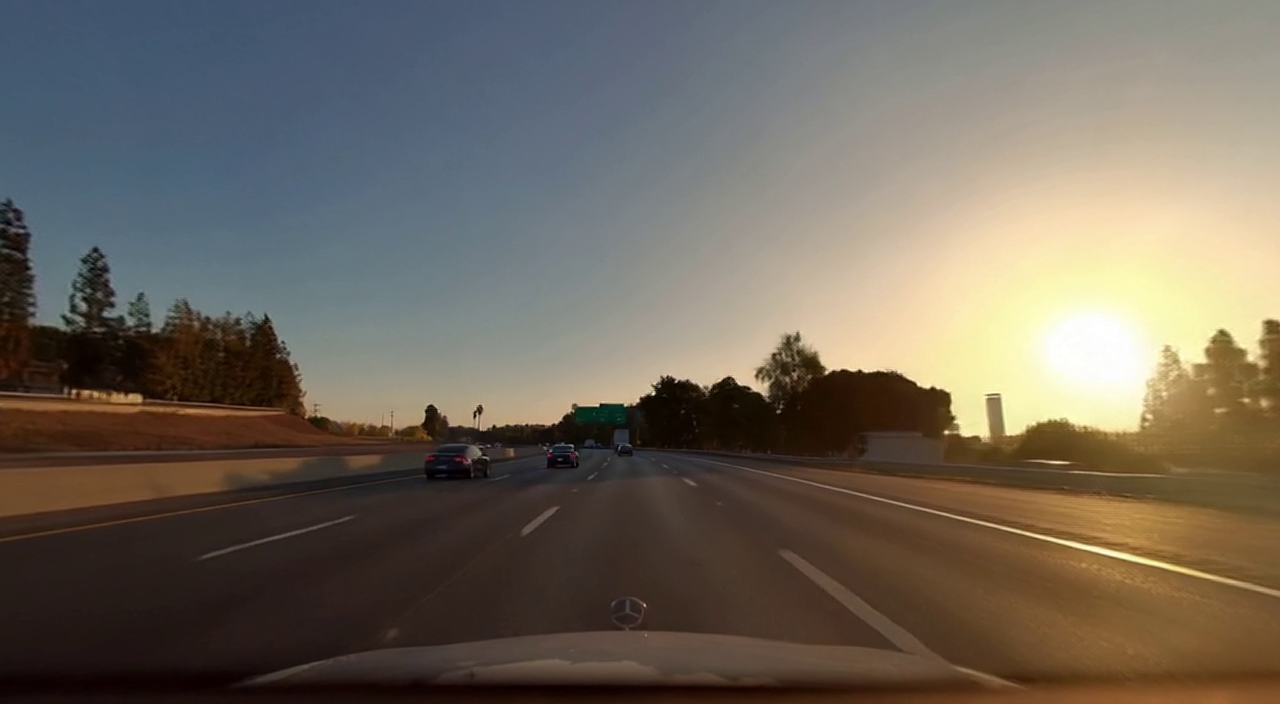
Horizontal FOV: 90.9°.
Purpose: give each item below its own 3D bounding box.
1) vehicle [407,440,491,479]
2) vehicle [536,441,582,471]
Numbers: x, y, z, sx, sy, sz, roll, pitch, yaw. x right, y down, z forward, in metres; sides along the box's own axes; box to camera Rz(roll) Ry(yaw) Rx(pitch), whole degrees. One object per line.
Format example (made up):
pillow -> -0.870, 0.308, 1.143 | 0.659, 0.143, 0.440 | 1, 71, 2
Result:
vehicle -> -7.767, 4.403, 26.143 | 2.038, 1.463, 4.656 | 0, -8, 0
vehicle -> -4.163, 5.420, 32.996 | 1.936, 1.465, 4.060 | 0, -8, 0
